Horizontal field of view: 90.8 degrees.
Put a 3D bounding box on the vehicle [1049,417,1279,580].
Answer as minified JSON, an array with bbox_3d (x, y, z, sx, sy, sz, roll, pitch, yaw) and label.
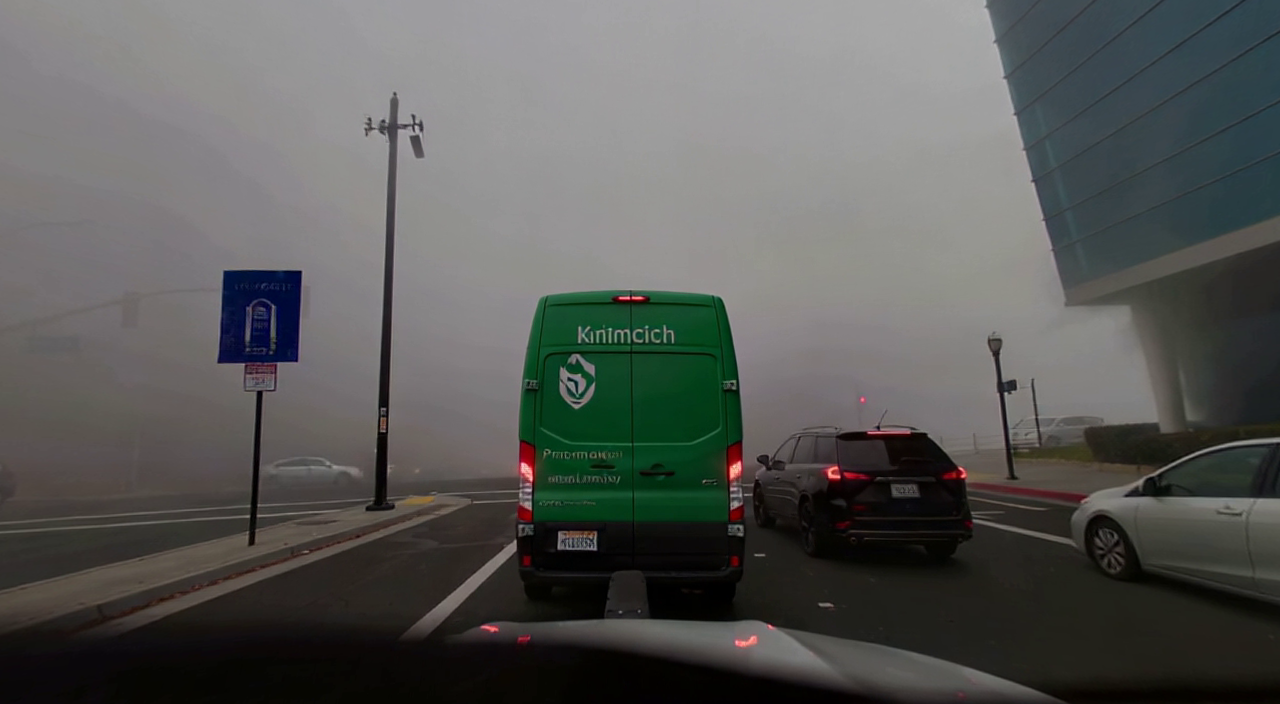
[{"bbox_3d":[7.528,1.577,6.992,1.963,1.669,4.678,3,-9,-20],"label":"vehicle"}]

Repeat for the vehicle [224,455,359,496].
[{"bbox_3d":[-15.058,5.354,27.557,4.659,1.615,1.944,1,-9,-8],"label":"vehicle"}]

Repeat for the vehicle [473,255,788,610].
[{"bbox_3d":[-0.042,1.177,9.087,2.613,3.035,7.342,0,-8,1],"label":"vehicle"}]

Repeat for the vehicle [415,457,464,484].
[{"bbox_3d":[-14.666,8.685,46.556,1.997,1.806,4.630,0,-8,1],"label":"vehicle"}]

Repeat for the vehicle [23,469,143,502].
[{"bbox_3d":[-31.116,7.434,35.378,4.806,1.652,1.869,0,-8,-2],"label":"vehicle"}]

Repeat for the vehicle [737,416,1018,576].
[{"bbox_3d":[2.876,1.865,9.037,2.183,1.676,4.506,0,-8,-1],"label":"vehicle"}]
